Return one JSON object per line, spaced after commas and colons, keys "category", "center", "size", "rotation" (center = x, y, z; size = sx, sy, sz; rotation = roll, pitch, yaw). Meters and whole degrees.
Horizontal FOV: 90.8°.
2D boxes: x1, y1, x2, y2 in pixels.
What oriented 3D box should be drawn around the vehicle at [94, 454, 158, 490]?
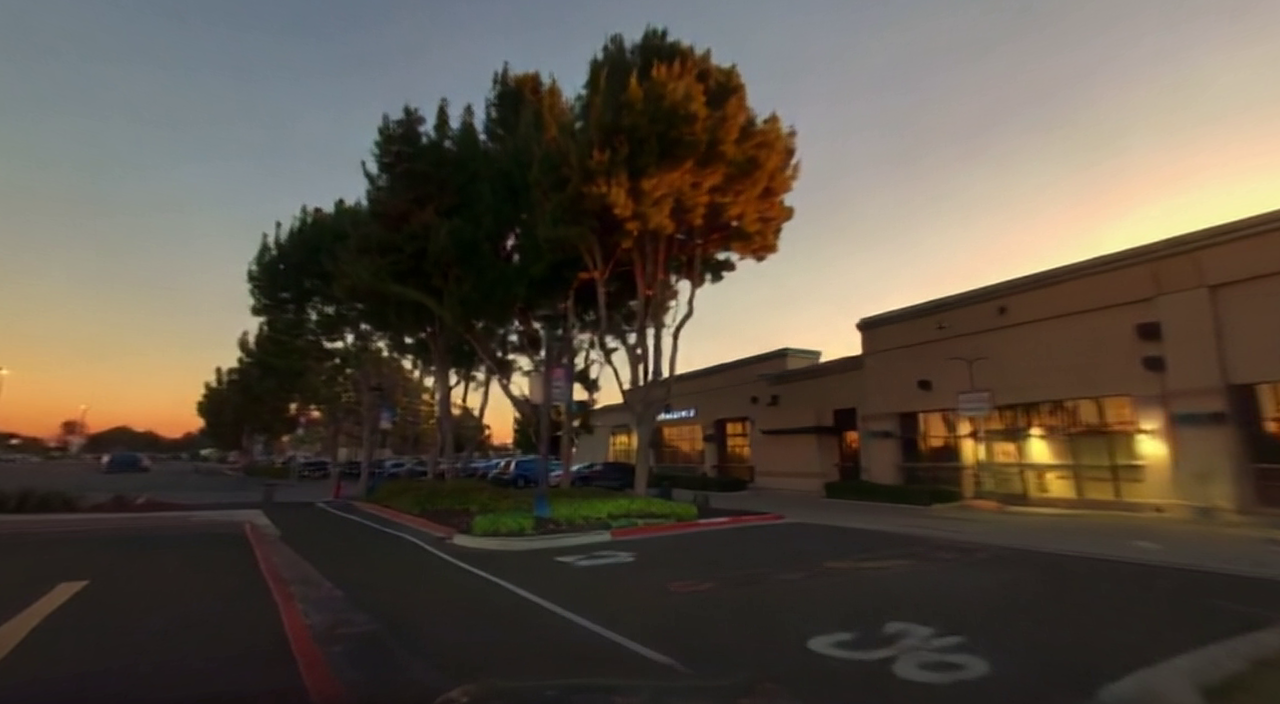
{"category": "vehicle", "center": [-28.916, 6.724, 35.710], "size": [2.180, 1.806, 4.541], "rotation": [5, -10, -32]}
